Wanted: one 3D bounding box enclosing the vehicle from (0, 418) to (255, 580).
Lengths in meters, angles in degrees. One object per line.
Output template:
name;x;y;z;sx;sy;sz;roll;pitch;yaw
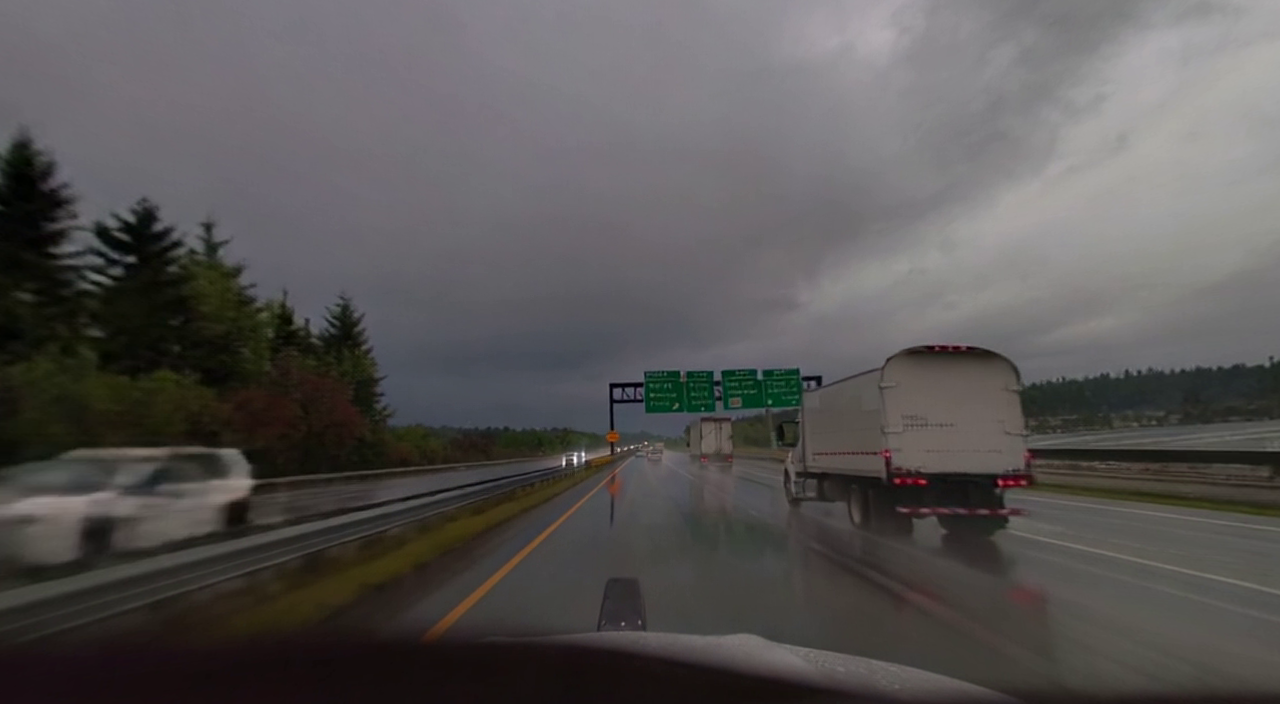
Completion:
vehicle;-8.971;2.226;10.195;2.174;1.978;5.226;-2;-9;0

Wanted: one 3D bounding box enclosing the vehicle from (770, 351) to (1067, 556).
vehicle;4.407;1.816;11.633;2.569;2.783;5.984;0;-9;-1

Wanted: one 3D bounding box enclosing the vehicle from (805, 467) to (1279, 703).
vehicle;4.521;1.701;5.392;2.472;1.036;13.239;0;-9;-1

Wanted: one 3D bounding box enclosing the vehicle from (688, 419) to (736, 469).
vehicle;5.094;6.702;45.804;2.743;3.367;7.306;0;-9;1

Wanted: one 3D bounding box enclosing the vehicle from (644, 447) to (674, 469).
vehicle;1.347;7.730;46.024;2.049;1.500;3.790;0;-9;0
